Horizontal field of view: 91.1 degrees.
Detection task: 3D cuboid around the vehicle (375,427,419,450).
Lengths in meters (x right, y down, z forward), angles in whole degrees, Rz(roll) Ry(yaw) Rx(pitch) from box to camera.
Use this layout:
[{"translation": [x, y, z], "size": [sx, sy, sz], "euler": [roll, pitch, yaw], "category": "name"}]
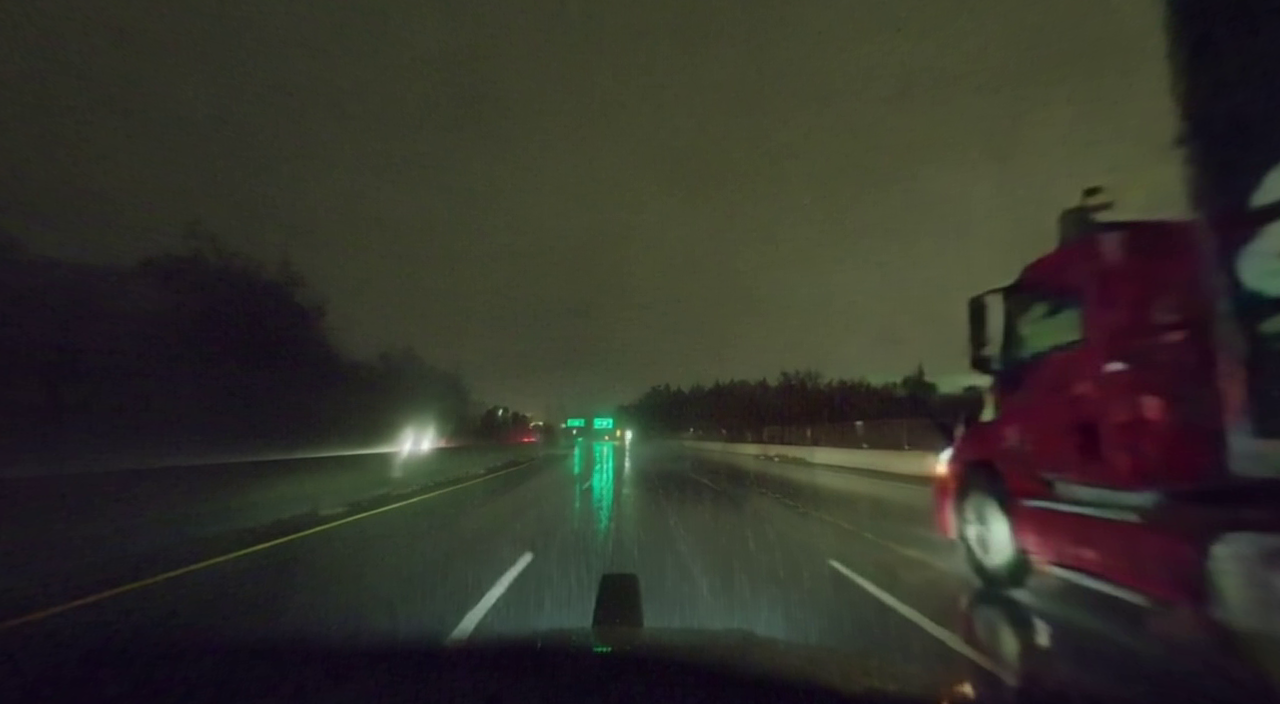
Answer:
[{"translation": [-19.147, 6.834, 49.728], "size": [1.803, 1.644, 4.170], "euler": [2, -8, -1], "category": "vehicle"}]
